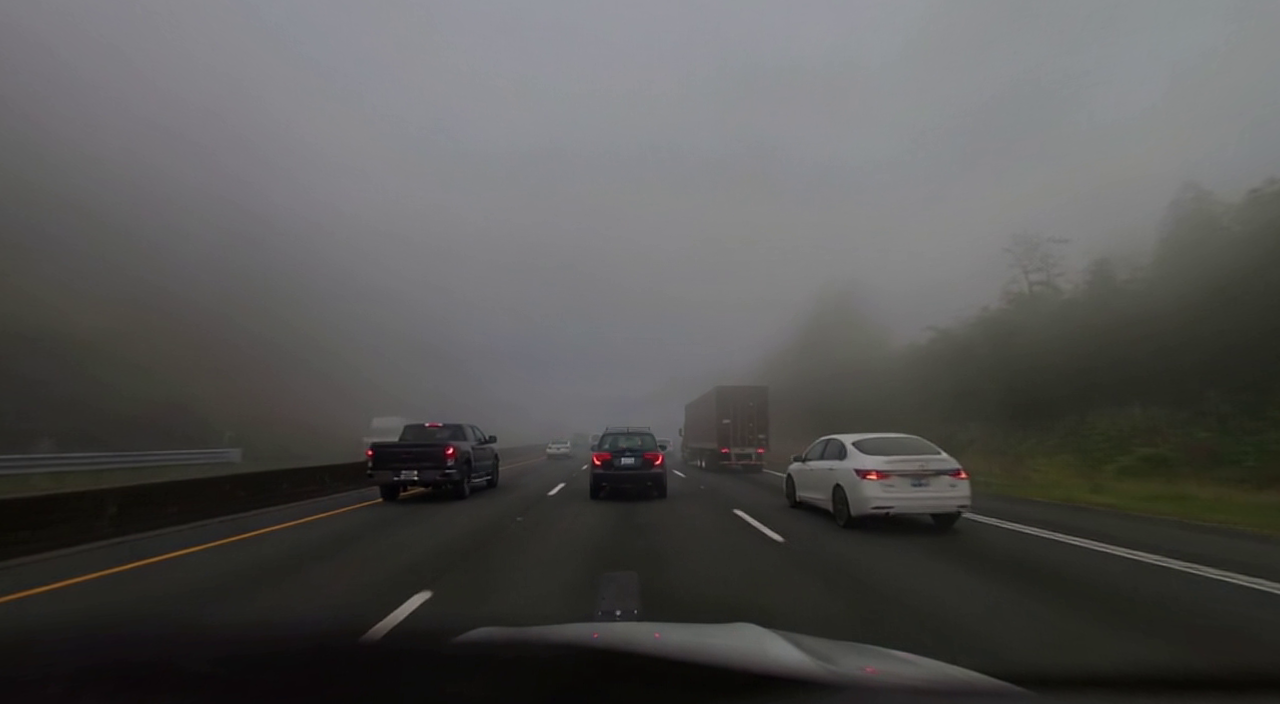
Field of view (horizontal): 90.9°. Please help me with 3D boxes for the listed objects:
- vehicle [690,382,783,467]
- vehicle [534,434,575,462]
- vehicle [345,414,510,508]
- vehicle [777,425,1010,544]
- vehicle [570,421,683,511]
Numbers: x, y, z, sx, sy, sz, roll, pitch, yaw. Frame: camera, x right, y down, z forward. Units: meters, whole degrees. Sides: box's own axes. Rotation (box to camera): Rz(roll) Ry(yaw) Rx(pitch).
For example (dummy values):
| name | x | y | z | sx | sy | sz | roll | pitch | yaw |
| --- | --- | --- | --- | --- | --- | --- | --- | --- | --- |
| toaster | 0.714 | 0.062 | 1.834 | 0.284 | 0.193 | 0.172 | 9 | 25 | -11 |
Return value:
| name | x | y | z | sx | sy | sz | roll | pitch | yaw |
| --- | --- | --- | --- | --- | --- | --- | --- | --- | --- |
| vehicle | 5.248 | 4.462 | 37.656 | 2.888 | 4.135 | 14.071 | 0 | -8 | -2 |
| vehicle | -5.239 | 5.914 | 39.086 | 1.971 | 1.648 | 3.983 | 0 | -8 | -1 |
| vehicle | -4.533 | 2.396 | 14.388 | 2.101 | 1.767 | 4.702 | 0 | -8 | 0 |
| vehicle | 3.642 | 1.947 | 9.975 | 1.951 | 1.477 | 3.963 | 0 | -8 | -1 |
| vehicle | -0.281 | 2.375 | 13.607 | 2.083 | 1.647 | 3.799 | 0 | -8 | -1 |
